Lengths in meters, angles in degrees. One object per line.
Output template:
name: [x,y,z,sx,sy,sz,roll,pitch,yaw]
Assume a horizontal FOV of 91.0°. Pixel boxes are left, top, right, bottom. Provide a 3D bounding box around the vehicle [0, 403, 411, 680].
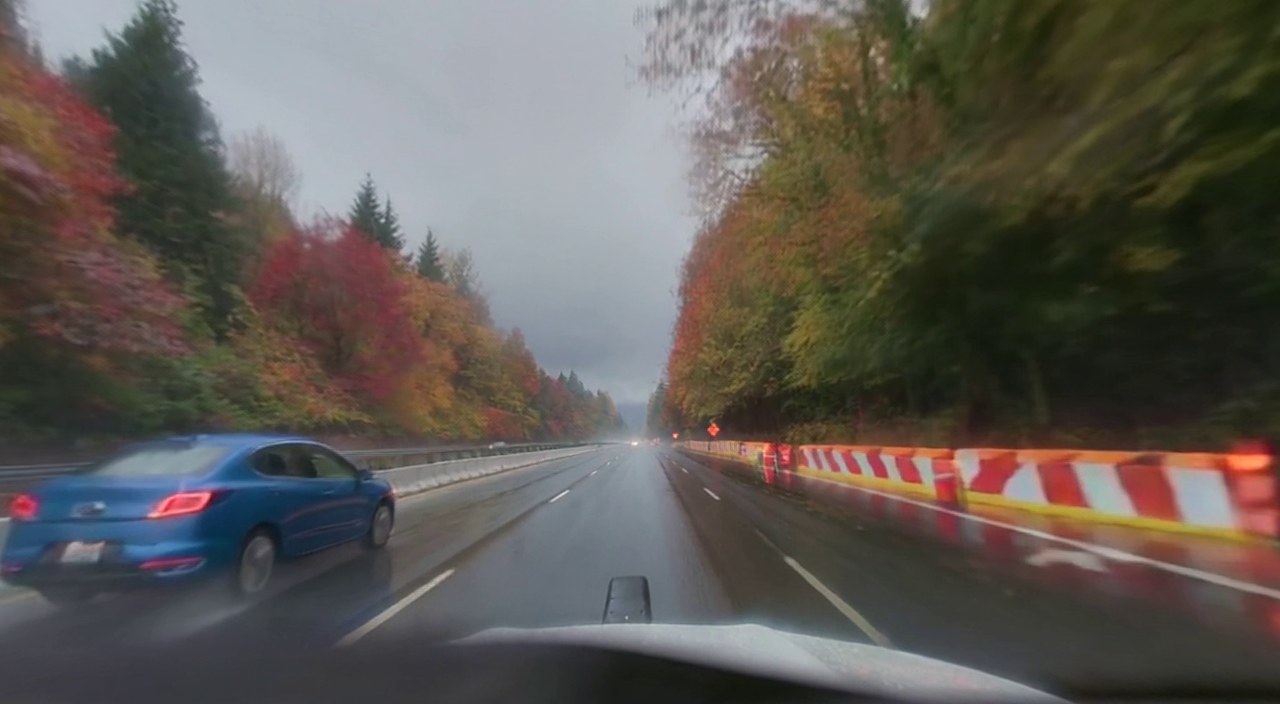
vehicle: [-3.773,1.330,5.542,1.902,1.505,4.016,0,-8,2]
